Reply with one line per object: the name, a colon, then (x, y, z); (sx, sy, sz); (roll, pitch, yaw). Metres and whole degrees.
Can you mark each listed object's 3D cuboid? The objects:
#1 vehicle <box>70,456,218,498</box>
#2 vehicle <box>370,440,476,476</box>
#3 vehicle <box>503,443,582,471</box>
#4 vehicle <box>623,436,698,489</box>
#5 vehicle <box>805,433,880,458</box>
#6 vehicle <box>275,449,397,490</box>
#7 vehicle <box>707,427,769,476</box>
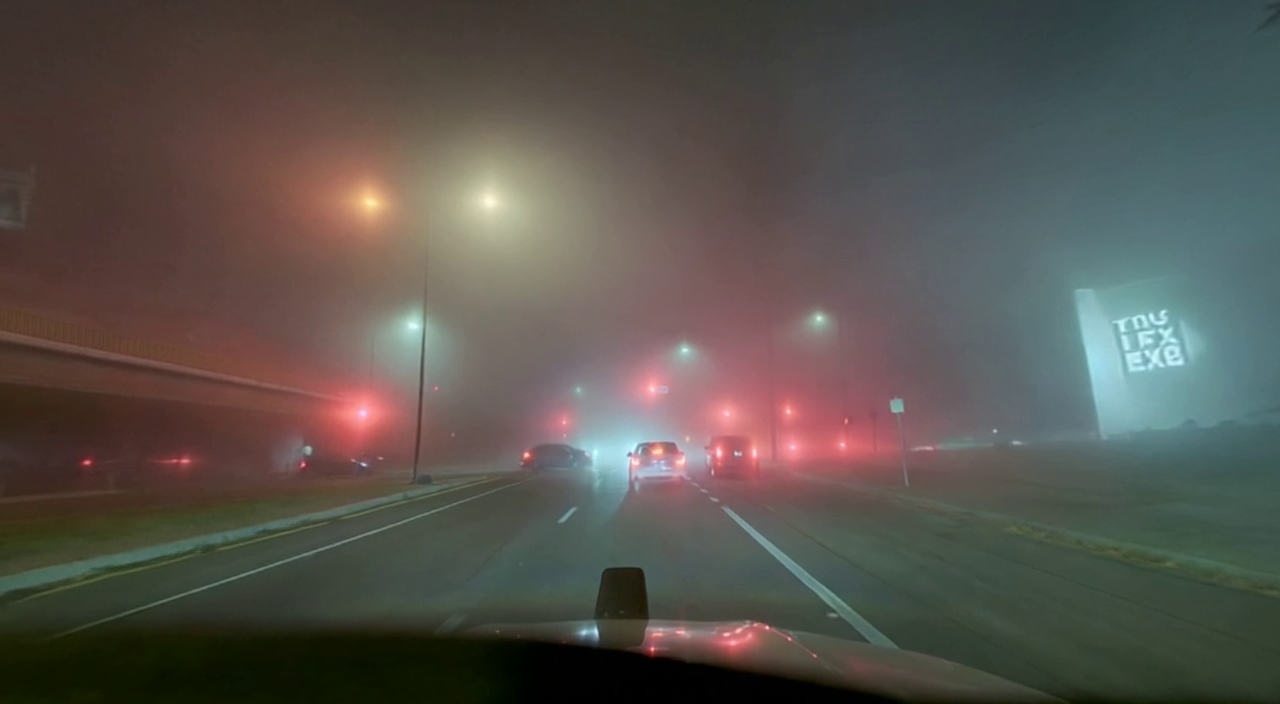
vehicle: (-20.111, 5.037, 25.769); (1.873, 1.462, 4.283); (-5, -10, 31)
vehicle: (-12.547, 6.148, 36.931); (2.322, 1.916, 5.640); (-5, -10, 31)
vehicle: (-5.691, 6.140, 37.154); (4.302, 1.543, 1.860); (7, -11, -42)
vehicle: (0.580, 3.433, 19.905); (2.101, 1.467, 4.210); (0, -8, 0)
vehicle: (14.526, 6.701, 45.378); (4.698, 1.736, 1.945); (1, -8, -7)
vehicle: (-13.484, 5.178, 28.263); (1.832, 1.611, 4.546); (-6, -10, 34)
vehicle: (4.296, 4.460, 28.358); (2.080, 1.999, 4.379); (0, -8, 1)
